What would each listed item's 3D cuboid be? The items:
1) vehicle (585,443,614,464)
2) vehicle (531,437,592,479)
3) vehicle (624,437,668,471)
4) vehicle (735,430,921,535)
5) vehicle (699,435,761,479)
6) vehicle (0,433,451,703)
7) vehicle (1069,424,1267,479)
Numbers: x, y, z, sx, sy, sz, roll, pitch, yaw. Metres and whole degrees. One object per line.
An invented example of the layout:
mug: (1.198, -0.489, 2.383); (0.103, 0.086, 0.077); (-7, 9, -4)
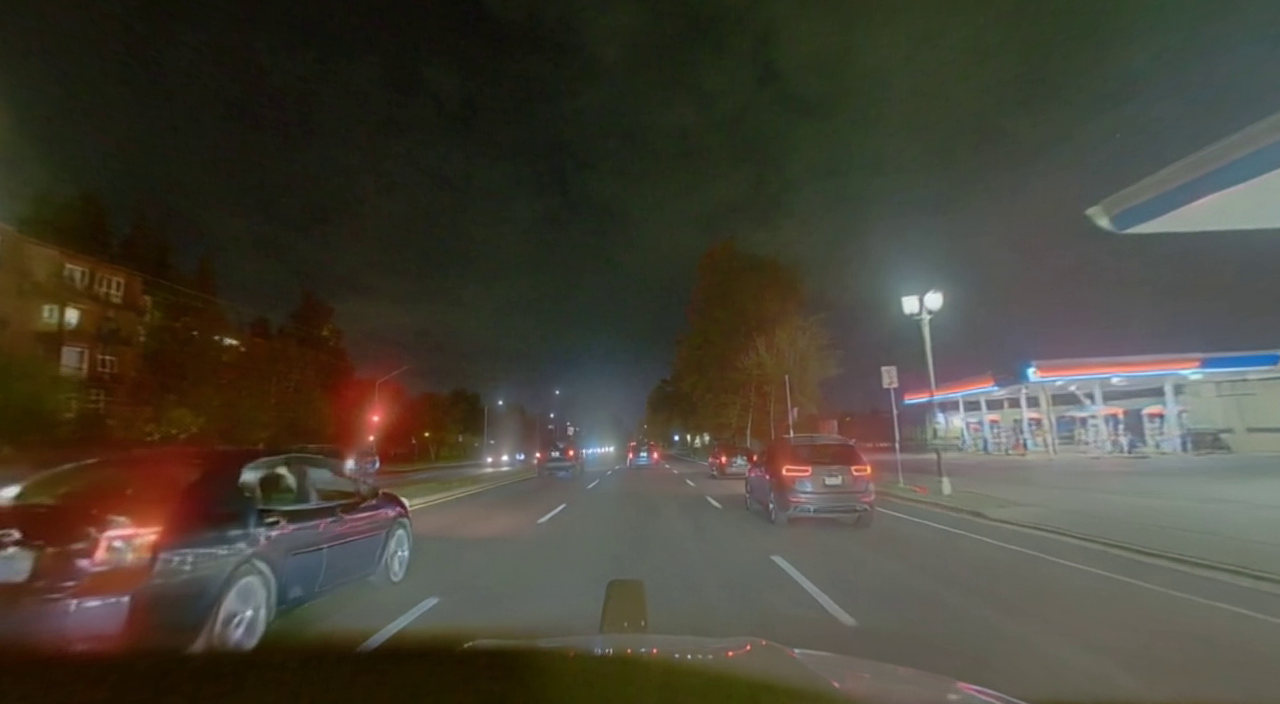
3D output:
vehicle: (-3.045, 7.669, 47.825); (1.901, 1.483, 4.372); (0, -8, 0)
vehicle: (-3.241, 4.444, 26.690); (1.988, 1.645, 3.995); (0, -8, 1)
vehicle: (0.309, 5.467, 33.965); (2.192, 1.674, 4.124); (0, -8, 0)
vehicle: (3.075, 2.231, 11.460); (1.919, 1.502, 4.572); (0, -8, -1)
vehicle: (3.842, 4.554, 27.613); (1.980, 1.709, 4.813); (0, -8, 0)
vehicle: (-3.230, 1.374, 5.034); (2.013, 1.354, 4.393); (0, -8, 1)
vehicle: (17.249, 3.291, 21.036); (1.860, 1.587, 4.949); (1, -8, -9)
